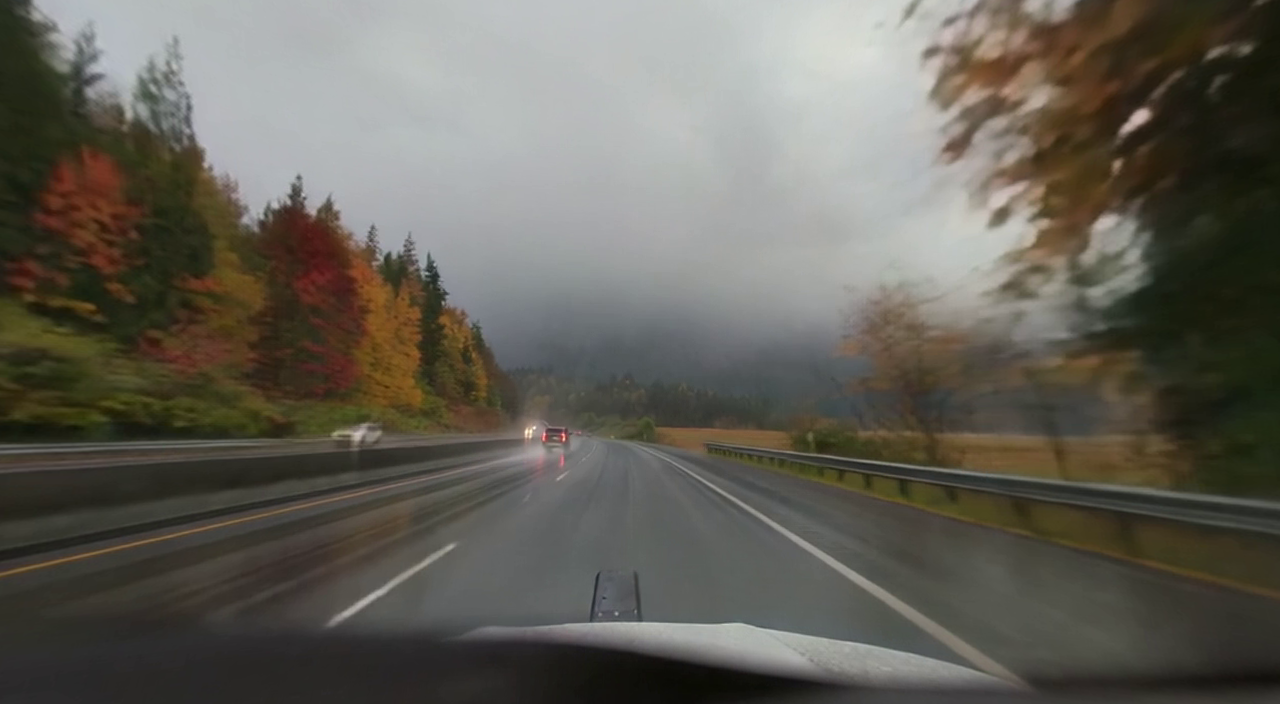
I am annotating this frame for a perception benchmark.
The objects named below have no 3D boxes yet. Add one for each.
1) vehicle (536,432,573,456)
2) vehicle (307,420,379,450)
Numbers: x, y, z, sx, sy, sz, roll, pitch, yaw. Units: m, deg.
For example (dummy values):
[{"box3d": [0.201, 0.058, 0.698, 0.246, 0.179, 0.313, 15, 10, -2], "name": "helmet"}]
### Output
[{"box3d": [-5.734, 6.228, 42.635, 2.073, 1.559, 4.393, 0, -8, -2], "name": "vehicle"}, {"box3d": [-17.419, 4.947, 37.217, 1.974, 1.639, 4.948, 0, -8, -2], "name": "vehicle"}]
